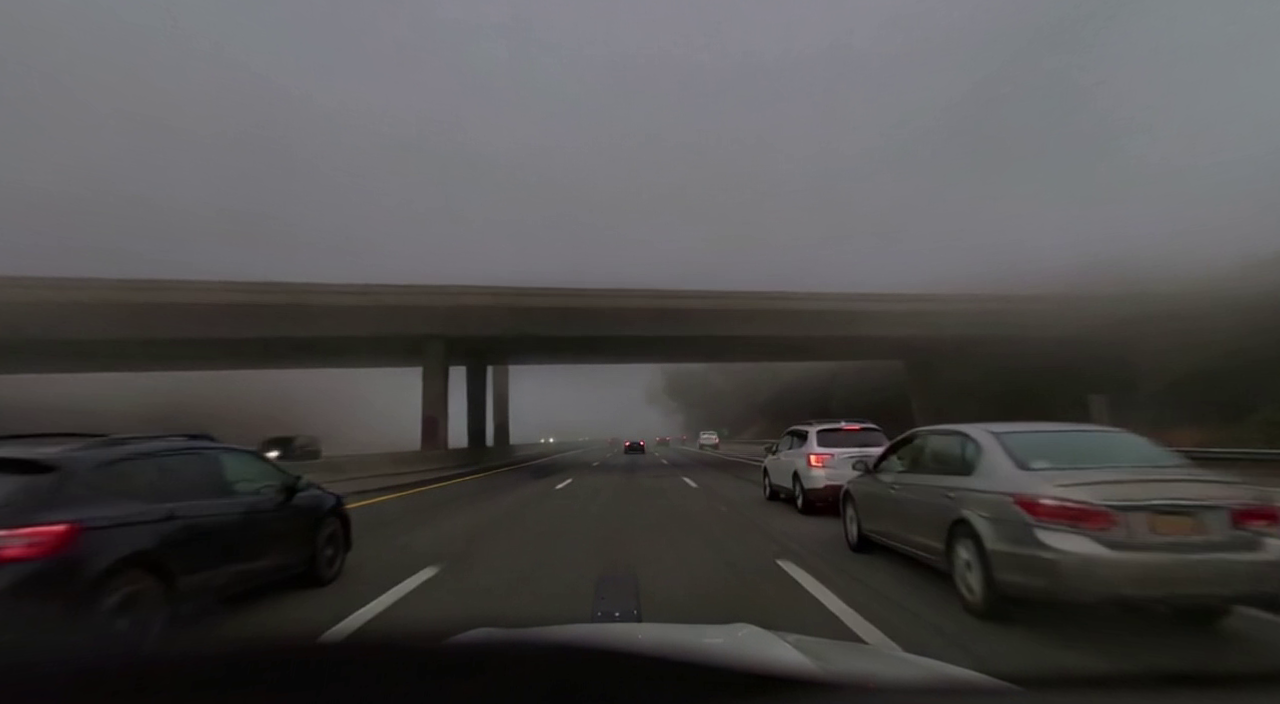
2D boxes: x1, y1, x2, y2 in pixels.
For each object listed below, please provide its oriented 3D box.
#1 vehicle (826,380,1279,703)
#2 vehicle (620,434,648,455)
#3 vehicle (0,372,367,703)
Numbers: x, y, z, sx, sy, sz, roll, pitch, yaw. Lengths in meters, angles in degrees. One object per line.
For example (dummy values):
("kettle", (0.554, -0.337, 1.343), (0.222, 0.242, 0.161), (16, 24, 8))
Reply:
("vehicle", (3.427, 1.265, 5.056), (2.240, 1.646, 4.949), (0, -8, -1))
("vehicle", (-0.435, 7.247, 49.452), (2.103, 1.512, 4.155), (0, -8, -1))
("vehicle", (-3.519, 1.019, 3.402), (1.993, 1.629, 4.674), (0, -8, 0))
